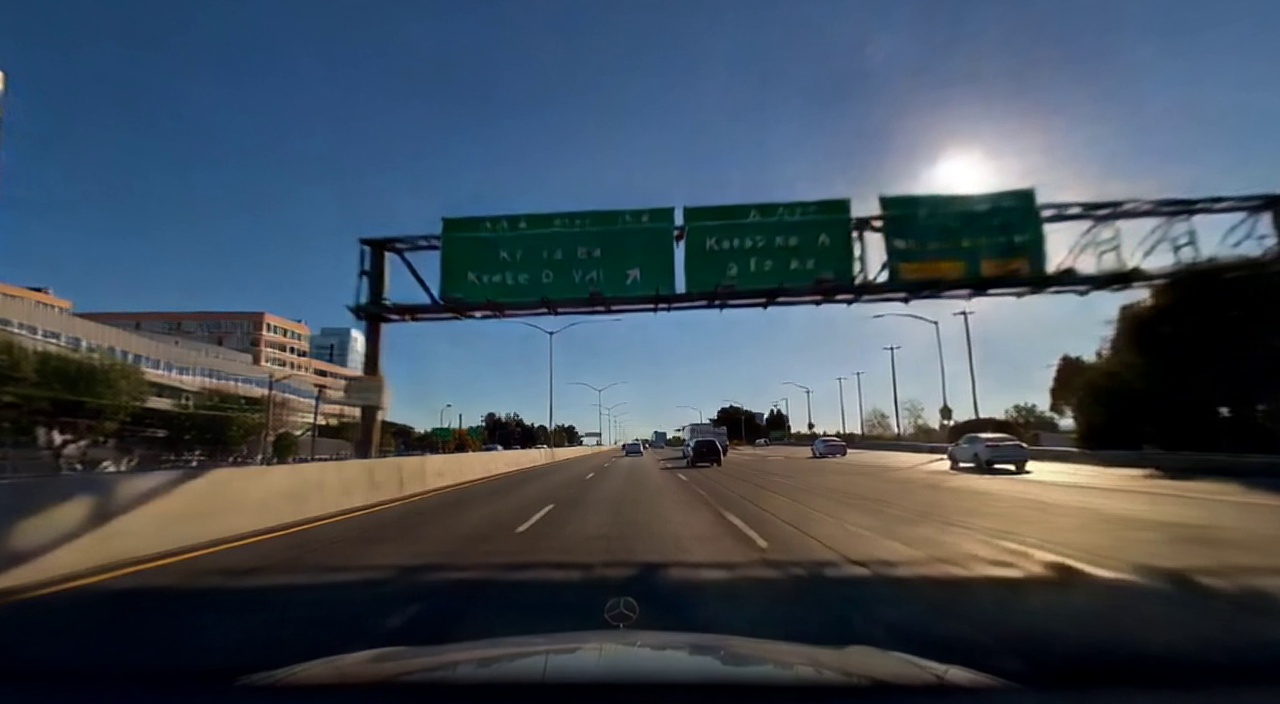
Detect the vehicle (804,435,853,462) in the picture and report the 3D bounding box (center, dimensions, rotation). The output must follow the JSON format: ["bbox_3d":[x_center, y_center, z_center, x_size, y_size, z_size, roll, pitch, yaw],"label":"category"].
[{"bbox_3d":[13.116,6.735,44.286,2.070,1.782,5.006,-1,-8,3],"label":"vehicle"}]

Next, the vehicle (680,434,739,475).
[{"bbox_3d":[2.941,4.457,27.629,1.997,1.638,4.281,0,-9,-2],"label":"vehicle"}]

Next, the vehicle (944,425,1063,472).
[{"bbox_3d":[16.279,4.385,28.746,2.190,1.911,5.658,0,-8,2],"label":"vehicle"}]
